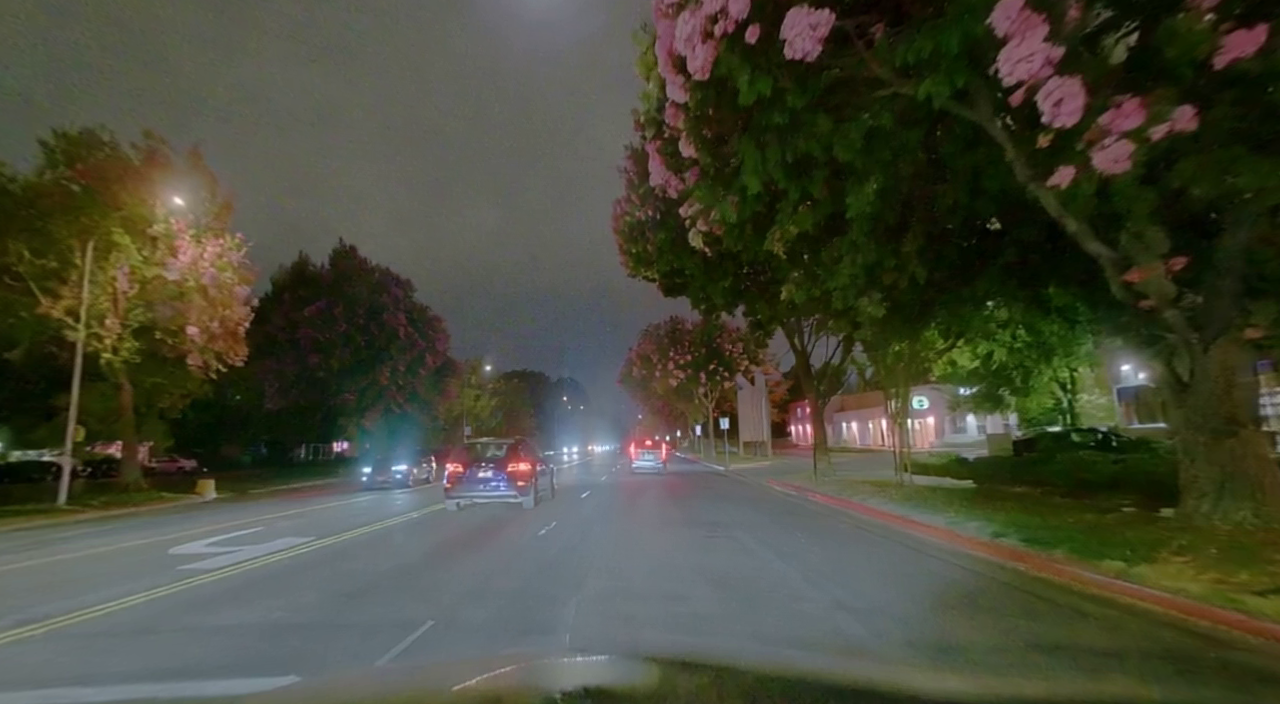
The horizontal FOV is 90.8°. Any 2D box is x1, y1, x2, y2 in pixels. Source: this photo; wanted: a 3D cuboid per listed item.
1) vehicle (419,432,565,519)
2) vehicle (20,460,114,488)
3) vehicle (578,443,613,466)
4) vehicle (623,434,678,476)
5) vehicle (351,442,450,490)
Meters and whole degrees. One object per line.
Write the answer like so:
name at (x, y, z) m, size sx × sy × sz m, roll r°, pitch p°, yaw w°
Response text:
vehicle at (-3.058, 2.657, 14.106) m, size 2.167 × 1.634 × 4.220 m, roll 0°, pitch -8°, yaw 1°
vehicle at (-31.191, 6.648, 34.447) m, size 3.451 × 1.425 × 1.616 m, roll 0°, pitch -8°, yaw 0°
vehicle at (-2.877, 6.785, 41.846) m, size 2.001 × 1.431 × 4.389 m, roll 0°, pitch -8°, yaw 1°
vehicle at (0.462, 4.797, 29.583) m, size 2.376 × 1.801 × 4.317 m, roll 0°, pitch -8°, yaw 0°
vehicle at (-9.551, 4.543, 25.679) m, size 2.190 × 1.744 × 4.612 m, roll 0°, pitch -8°, yaw 0°
